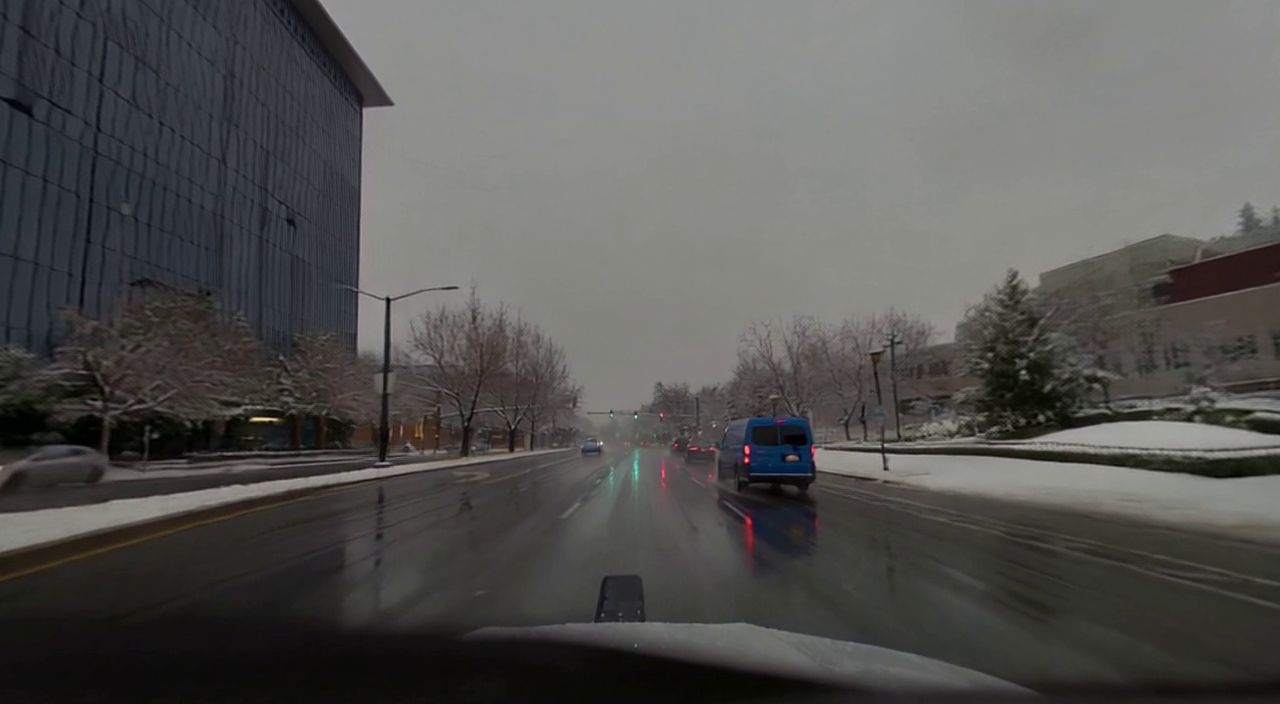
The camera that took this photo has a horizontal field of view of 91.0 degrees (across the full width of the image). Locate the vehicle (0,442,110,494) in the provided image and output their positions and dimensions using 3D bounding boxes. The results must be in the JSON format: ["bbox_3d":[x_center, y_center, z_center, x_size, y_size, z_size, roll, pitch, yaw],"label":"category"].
[{"bbox_3d":[-19.889,3.678,20.207,1.836,1.512,4.493,0,-8,0],"label":"vehicle"}]

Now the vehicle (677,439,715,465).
[{"bbox_3d":[3.396,6.217,39.165,1.867,1.493,4.190,0,-8,-1],"label":"vehicle"}]

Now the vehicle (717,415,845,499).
[{"bbox_3d":[3.571,2.797,17.106,2.200,1.914,5.145,0,-8,-1],"label":"vehicle"}]

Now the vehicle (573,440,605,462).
[{"bbox_3d":[-3.486,6.862,43.811,1.864,1.464,4.195,0,-8,1],"label":"vehicle"}]
